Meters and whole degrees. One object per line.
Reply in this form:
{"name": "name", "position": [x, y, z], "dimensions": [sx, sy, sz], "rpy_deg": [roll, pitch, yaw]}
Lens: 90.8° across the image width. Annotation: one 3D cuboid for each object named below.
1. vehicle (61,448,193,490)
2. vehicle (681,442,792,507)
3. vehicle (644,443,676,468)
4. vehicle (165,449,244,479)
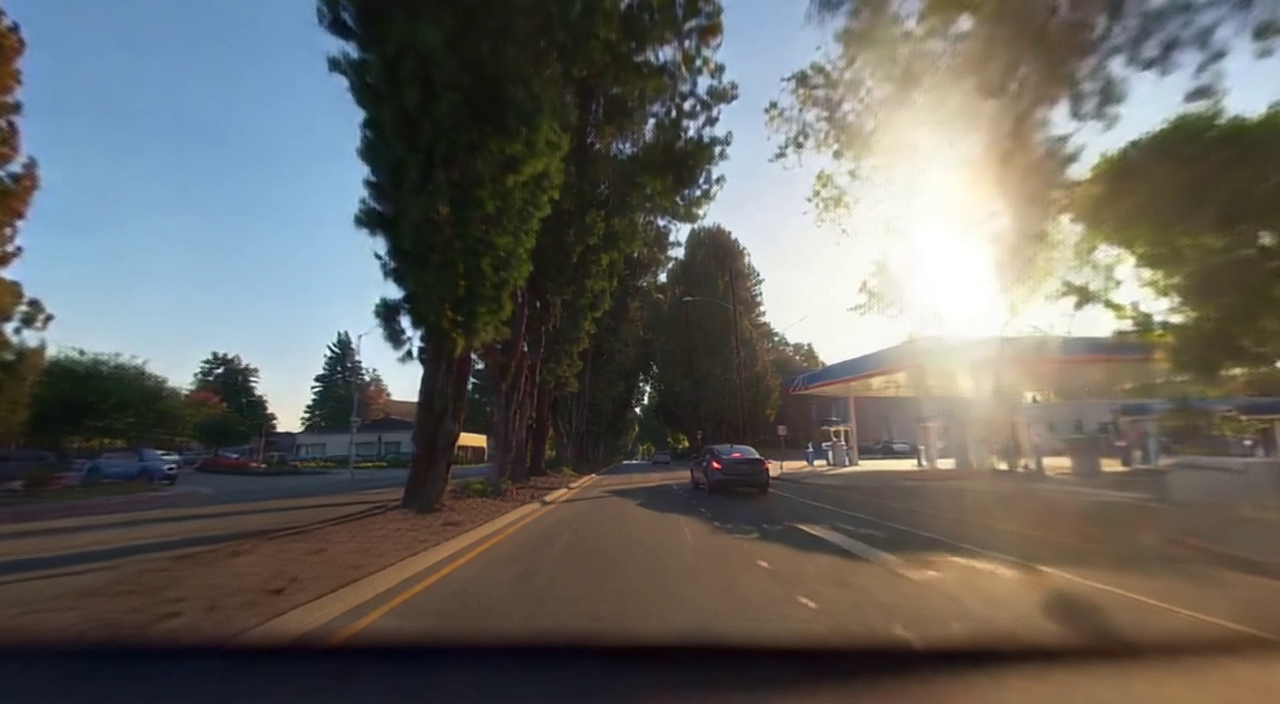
{"name": "vehicle", "position": [-24.544, 5.569, 30.548], "dimensions": [2.082, 1.829, 5.094], "rpy_deg": [0, -9, -1]}
{"name": "vehicle", "position": [2.377, 3.155, 16.810], "dimensions": [2.061, 1.475, 4.296], "rpy_deg": [0, -9, -3]}
{"name": "vehicle", "position": [1.537, 8.099, 49.822], "dimensions": [2.115, 1.840, 4.777], "rpy_deg": [0, -9, -3]}
{"name": "vehicle", "position": [-29.902, 7.684, 43.609], "dimensions": [2.116, 1.874, 4.709], "rpy_deg": [0, -9, -1]}
